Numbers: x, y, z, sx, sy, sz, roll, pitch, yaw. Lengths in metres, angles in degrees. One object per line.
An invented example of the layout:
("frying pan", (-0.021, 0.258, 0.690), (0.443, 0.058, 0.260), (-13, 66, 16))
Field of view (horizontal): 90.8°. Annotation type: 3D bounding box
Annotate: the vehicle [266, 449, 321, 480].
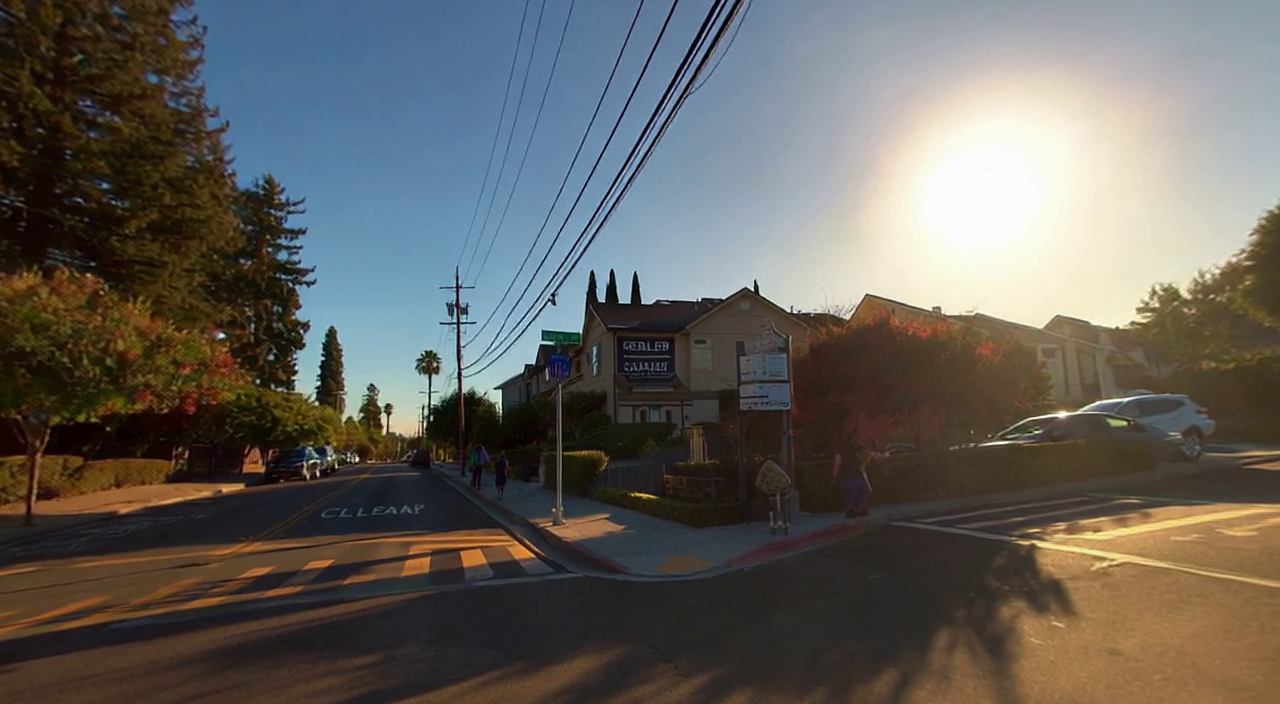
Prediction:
("vehicle", (-21.998, 7.114, 40.309), (2.203, 1.787, 4.704), (3, -9, -19))
